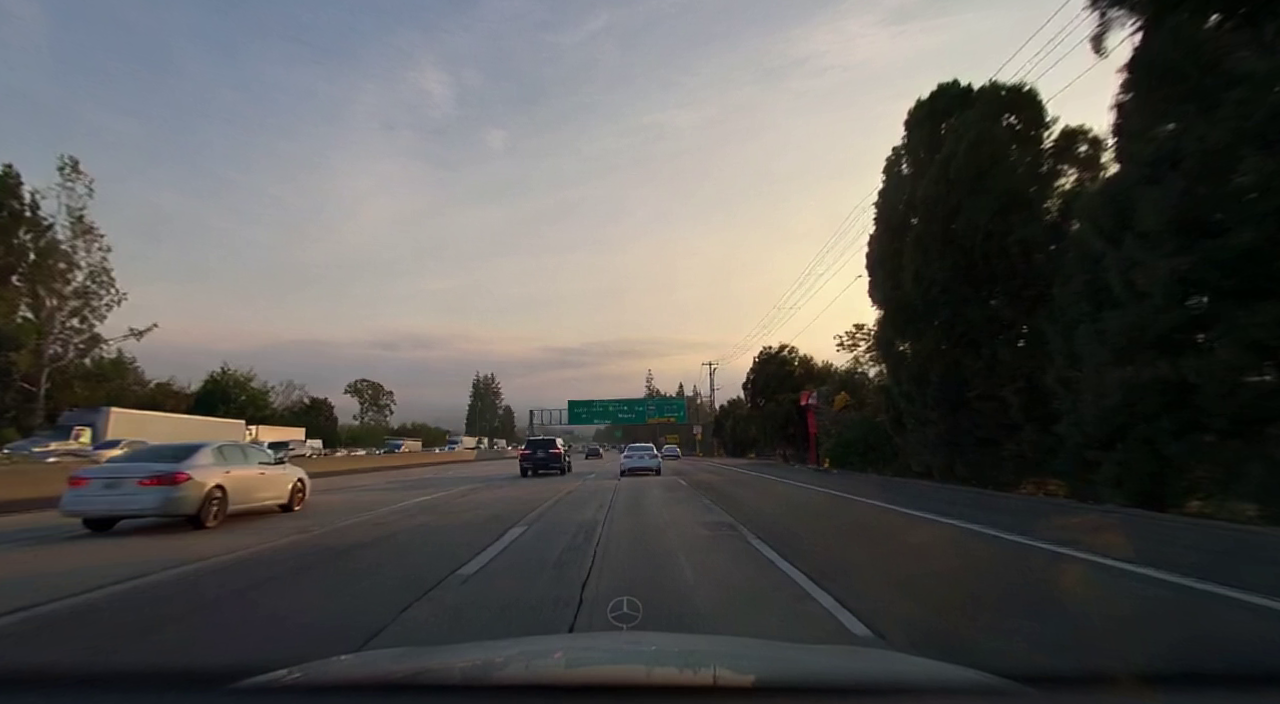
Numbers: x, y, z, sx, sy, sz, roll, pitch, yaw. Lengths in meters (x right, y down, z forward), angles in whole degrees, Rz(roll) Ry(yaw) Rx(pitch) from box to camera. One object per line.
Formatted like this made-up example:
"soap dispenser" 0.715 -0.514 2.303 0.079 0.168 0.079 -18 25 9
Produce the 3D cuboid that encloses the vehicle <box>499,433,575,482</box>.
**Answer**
"vehicle" -4.012 4.226 25.458 2.289 1.777 4.534 0 -8 0

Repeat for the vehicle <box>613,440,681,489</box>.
"vehicle" 0.172 3.763 21.449 2.082 1.482 4.126 0 -8 -1

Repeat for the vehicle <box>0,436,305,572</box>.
"vehicle" -7.244 2.014 9.317 1.974 1.464 4.733 0 -8 0
